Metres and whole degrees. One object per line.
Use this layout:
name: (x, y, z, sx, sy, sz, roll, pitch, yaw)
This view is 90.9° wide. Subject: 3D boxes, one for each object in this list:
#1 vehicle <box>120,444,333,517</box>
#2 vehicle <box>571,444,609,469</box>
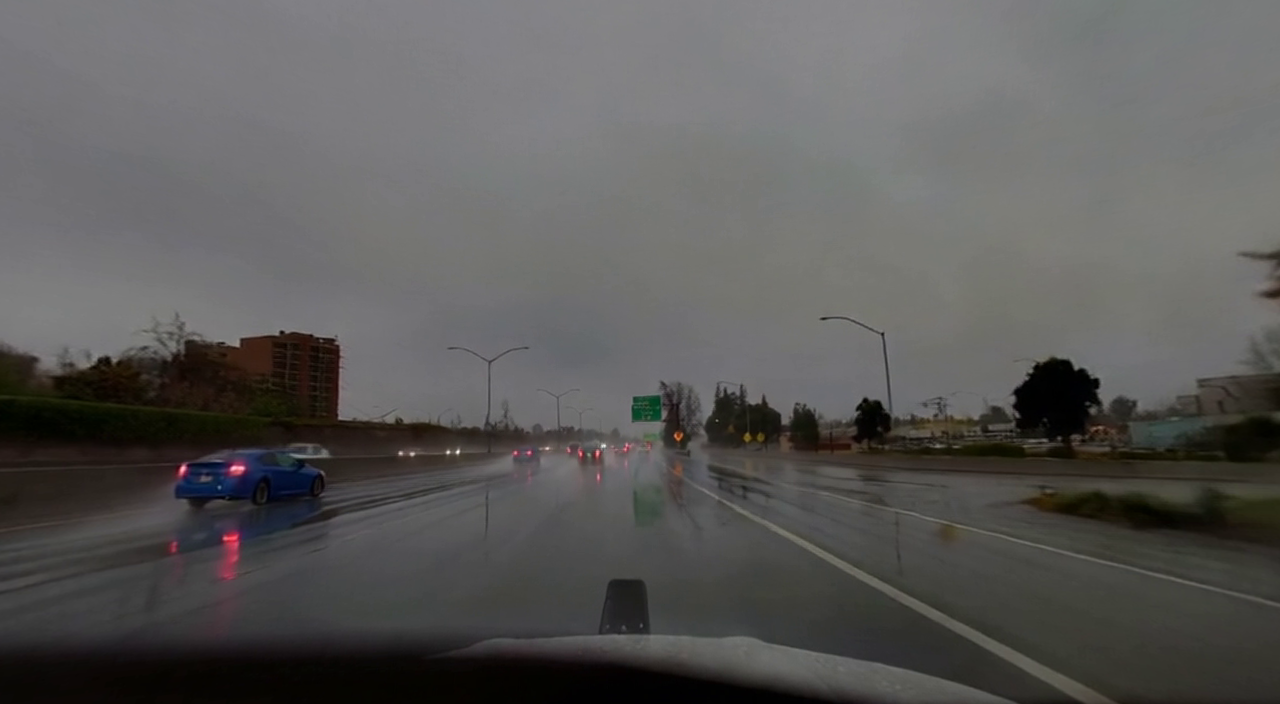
vehicle: (-9.967, 3.077, 15.819, 2.002, 1.526, 4.822, 0, -8, 1)
vehicle: (-3.174, 6.753, 41.039, 2.050, 1.479, 4.342, 0, -8, 1)
